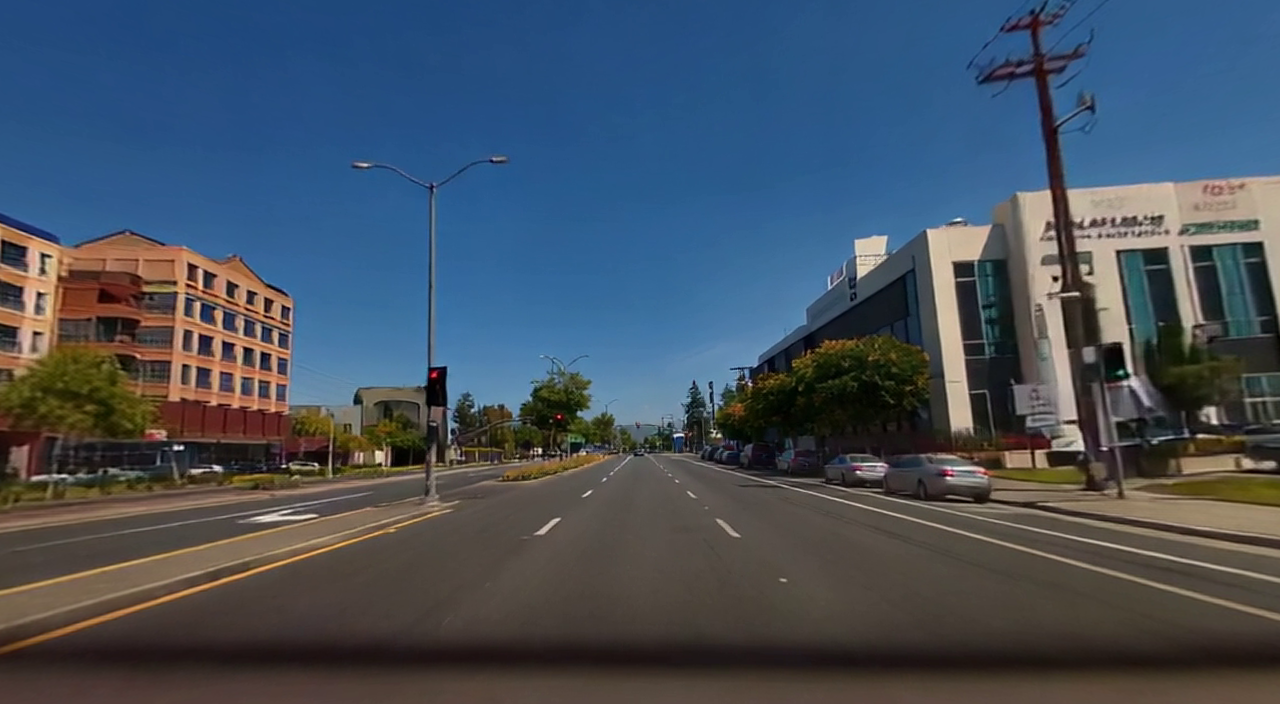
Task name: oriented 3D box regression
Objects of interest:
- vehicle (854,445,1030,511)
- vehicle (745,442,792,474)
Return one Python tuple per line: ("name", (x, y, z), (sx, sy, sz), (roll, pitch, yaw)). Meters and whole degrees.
("vehicle", (7.494, 3.135, 16.377), (2.066, 1.451, 4.783), (0, -8, -2))
("vehicle", (7.582, 6.313, 37.842), (1.939, 1.761, 4.711), (0, -8, 1))
